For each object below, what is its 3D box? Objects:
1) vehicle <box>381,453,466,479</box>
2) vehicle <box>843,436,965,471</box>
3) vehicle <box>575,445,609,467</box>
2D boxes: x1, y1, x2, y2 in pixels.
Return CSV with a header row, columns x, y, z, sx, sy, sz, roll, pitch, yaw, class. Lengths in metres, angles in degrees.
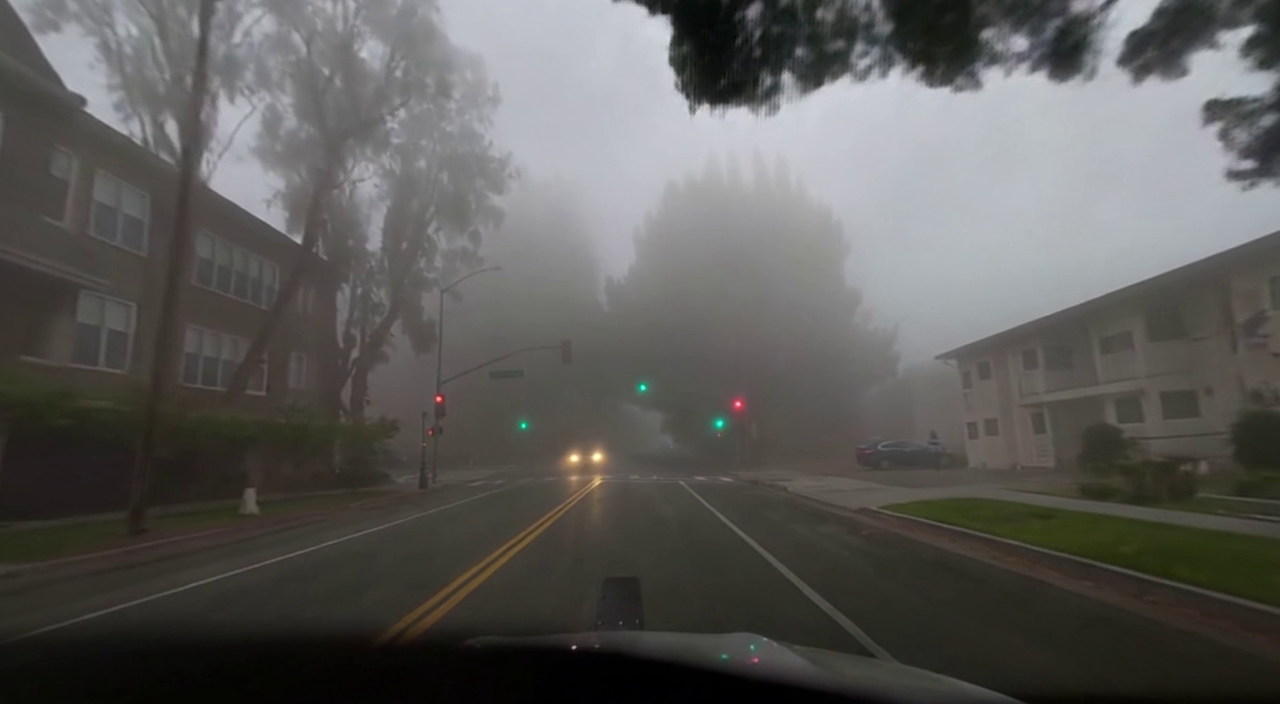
x,y,z,sx,sy,sz,roll,pitch,yaw,class
-12.398,6.566,36.393,4.135,1.424,1.945,-1,-10,5,vehicle
12.697,4.928,30.562,4.908,1.521,2.108,-1,-10,-4,vehicle
-3.471,7.665,46.393,2.015,1.508,4.353,0,-10,2,vehicle
